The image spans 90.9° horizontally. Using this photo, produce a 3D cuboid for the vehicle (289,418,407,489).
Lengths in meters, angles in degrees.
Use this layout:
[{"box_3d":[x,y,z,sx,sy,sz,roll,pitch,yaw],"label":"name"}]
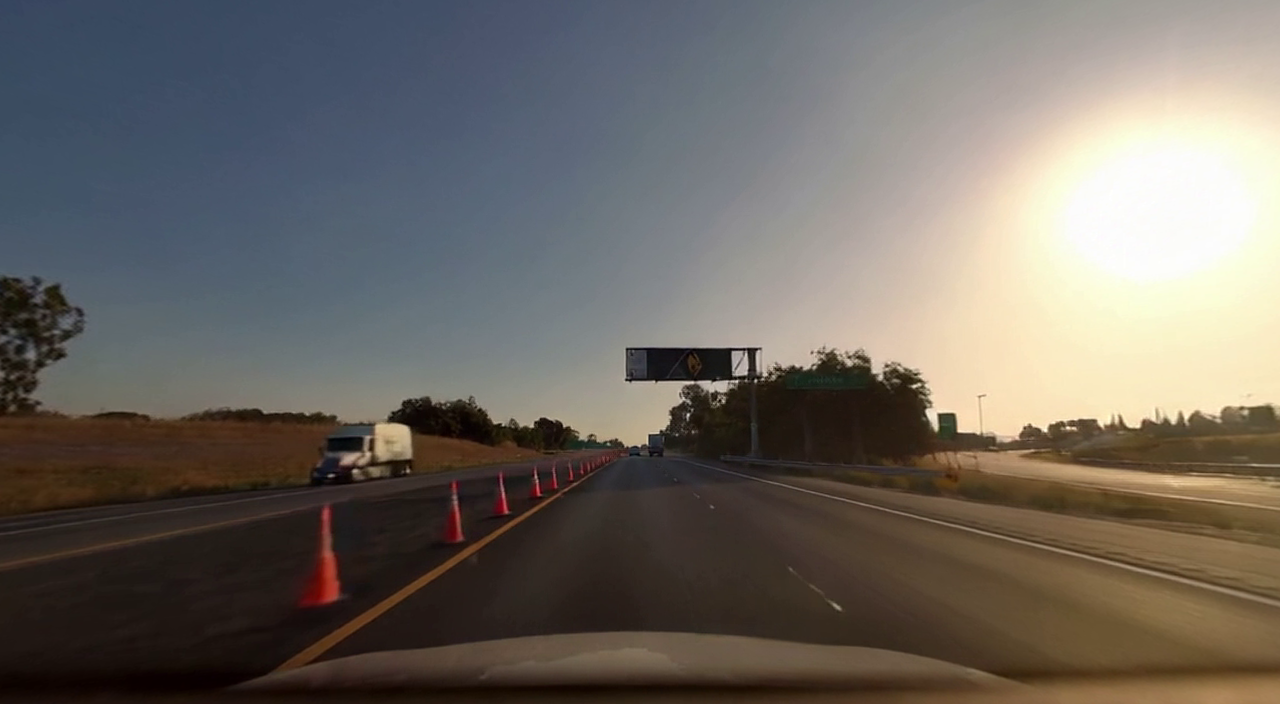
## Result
[{"box_3d":[-14.842,5.228,32.730,2.790,3.247,6.961,0,-9,-1],"label":"vehicle"}]
